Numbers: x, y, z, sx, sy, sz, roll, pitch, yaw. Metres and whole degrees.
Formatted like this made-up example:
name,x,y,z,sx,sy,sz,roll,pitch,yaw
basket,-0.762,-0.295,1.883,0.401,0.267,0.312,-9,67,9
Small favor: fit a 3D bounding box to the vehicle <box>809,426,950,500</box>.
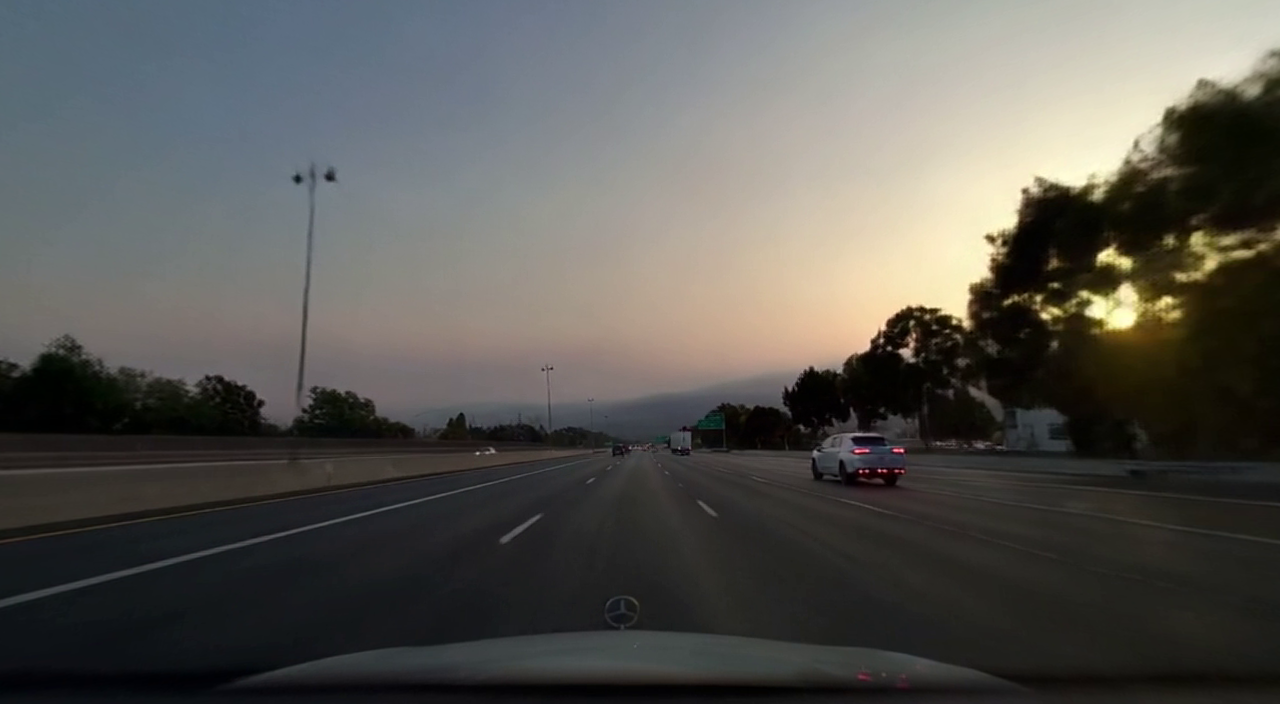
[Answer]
name,x,y,z,sx,sy,sz,roll,pitch,yaw
vehicle,6.456,3.050,17.679,2.096,1.767,4.601,0,-9,0
